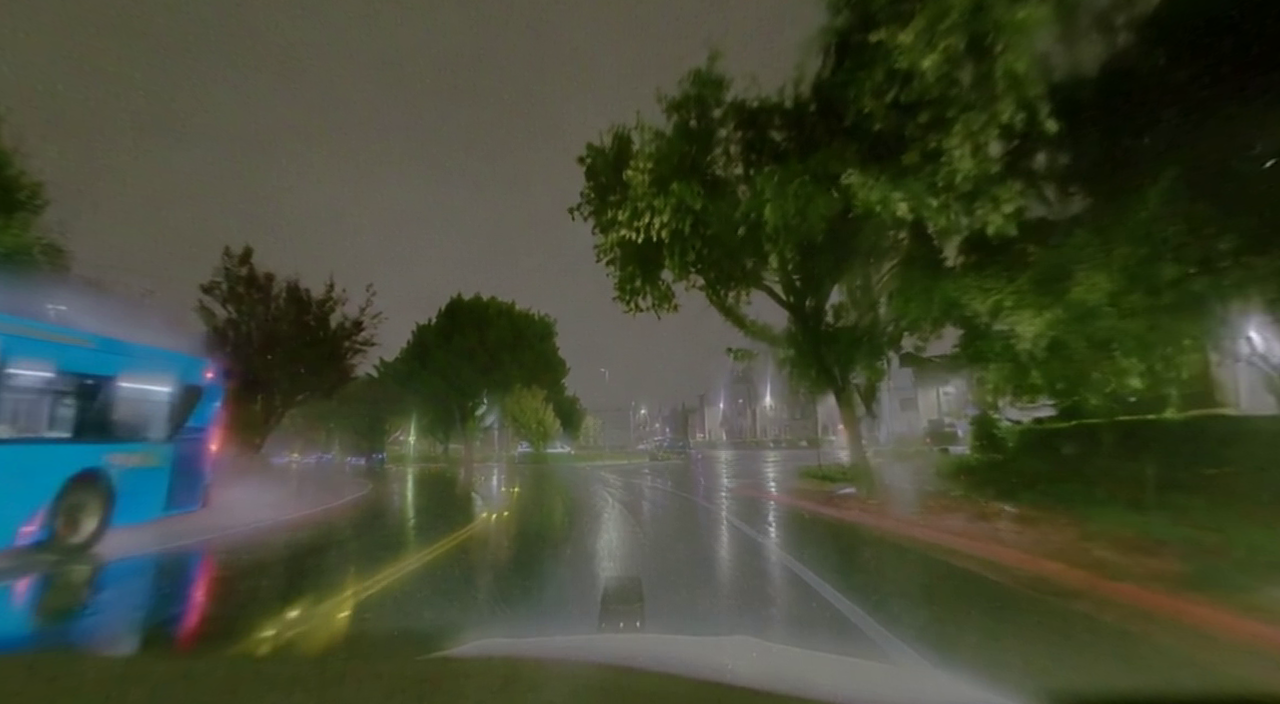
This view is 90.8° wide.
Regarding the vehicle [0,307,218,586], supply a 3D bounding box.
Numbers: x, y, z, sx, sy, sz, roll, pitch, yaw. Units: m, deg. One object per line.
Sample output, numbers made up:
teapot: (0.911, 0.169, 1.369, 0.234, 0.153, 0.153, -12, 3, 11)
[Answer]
vehicle: (-8.376, 0.902, 5.984, 2.886, 2.994, 8.380, 0, -8, 0)
